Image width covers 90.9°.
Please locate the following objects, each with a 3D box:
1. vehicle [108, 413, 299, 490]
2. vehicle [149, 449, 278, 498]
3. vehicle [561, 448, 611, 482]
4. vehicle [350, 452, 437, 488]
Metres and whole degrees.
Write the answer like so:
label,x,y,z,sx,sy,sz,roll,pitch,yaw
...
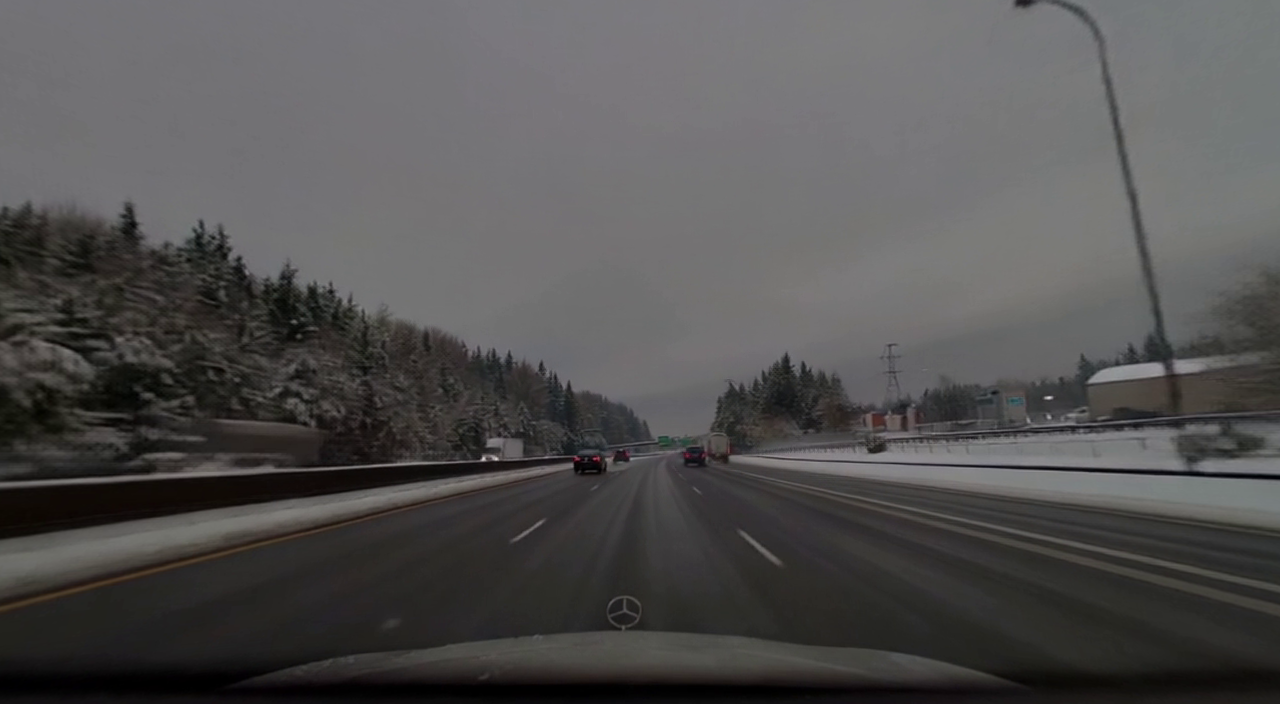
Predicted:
label,x,y,z,sx,sy,sz,roll,pitch,yaw
vehicle,-21.304,5.002,31.777,2.966,3.287,8.905,-1,-9,2
vehicle,-14.187,4.023,21.223,1.728,1.475,3.566,-1,-9,2
vehicle,-2.552,5.452,30.734,2.035,1.513,4.272,0,-9,1
vehicle,-10.713,5.125,27.736,1.910,1.434,4.421,-1,-9,2
